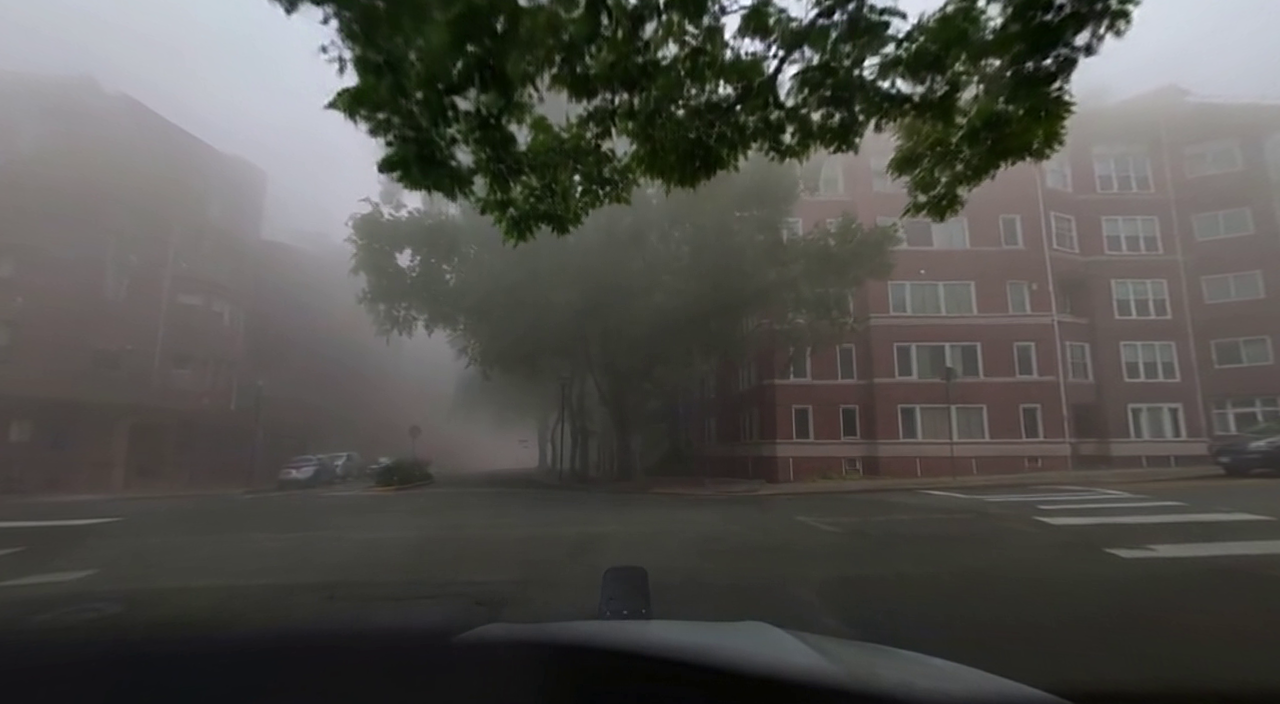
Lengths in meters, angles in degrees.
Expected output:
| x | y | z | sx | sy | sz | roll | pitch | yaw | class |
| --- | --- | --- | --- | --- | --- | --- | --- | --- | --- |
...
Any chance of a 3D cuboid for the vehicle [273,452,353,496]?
| x | y | z | sx | sy | sz | roll | pitch | yaw | class |
| --- | --- | --- | --- | --- | --- | --- | --- | --- | --- |
| -13.187 | 4.881 | 25.701 | 2.027 | 1.475 | 4.522 | 0 | -8 | -16 | vehicle |
